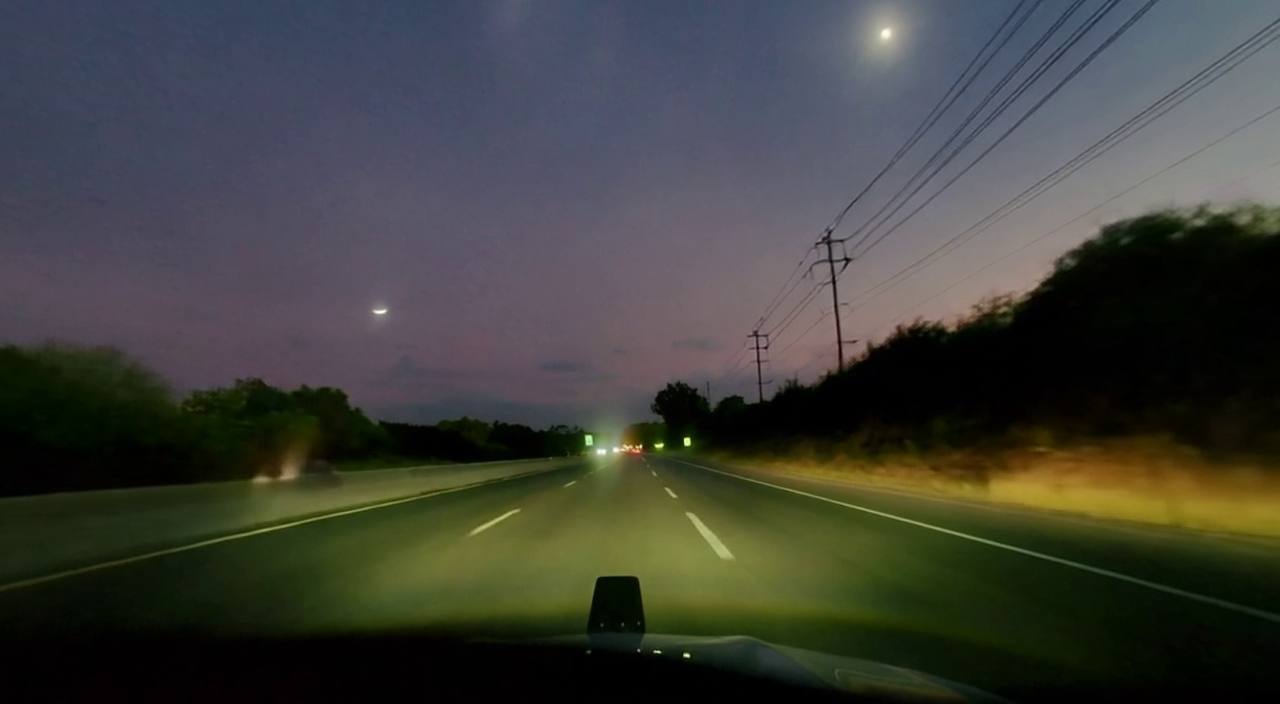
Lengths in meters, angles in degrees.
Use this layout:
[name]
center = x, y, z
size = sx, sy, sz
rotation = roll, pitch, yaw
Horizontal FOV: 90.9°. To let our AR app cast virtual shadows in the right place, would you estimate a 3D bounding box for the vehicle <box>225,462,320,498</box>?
[vehicle]
center = -17.428, 6.060, 30.211
size = 1.832, 1.481, 4.670
rotation = 0, -9, -2
